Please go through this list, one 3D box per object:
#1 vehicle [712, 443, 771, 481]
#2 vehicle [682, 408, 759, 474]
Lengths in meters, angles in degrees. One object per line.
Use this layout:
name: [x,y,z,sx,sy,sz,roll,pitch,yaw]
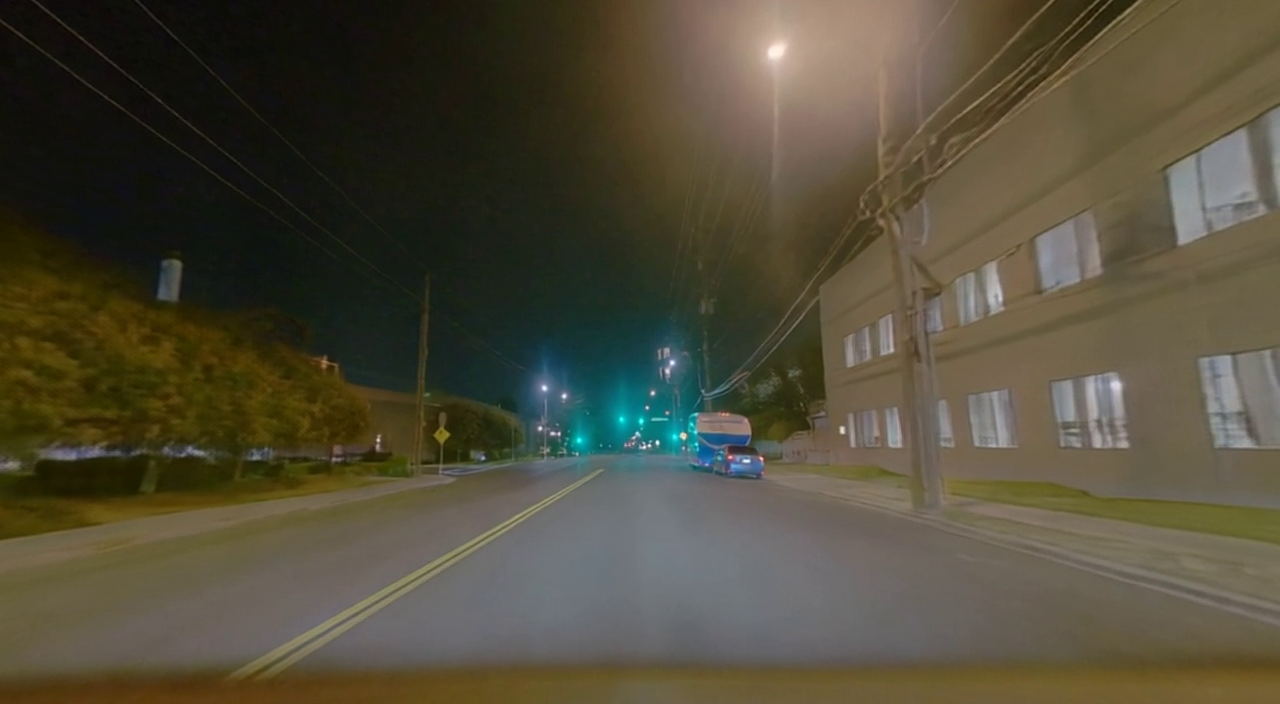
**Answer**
vehicle: [4.437,4.852,28.145,1.852,1.497,3.672,-2,-8,-2]
vehicle: [4.271,5.039,35.620,3.110,3.241,8.788,0,-9,0]
